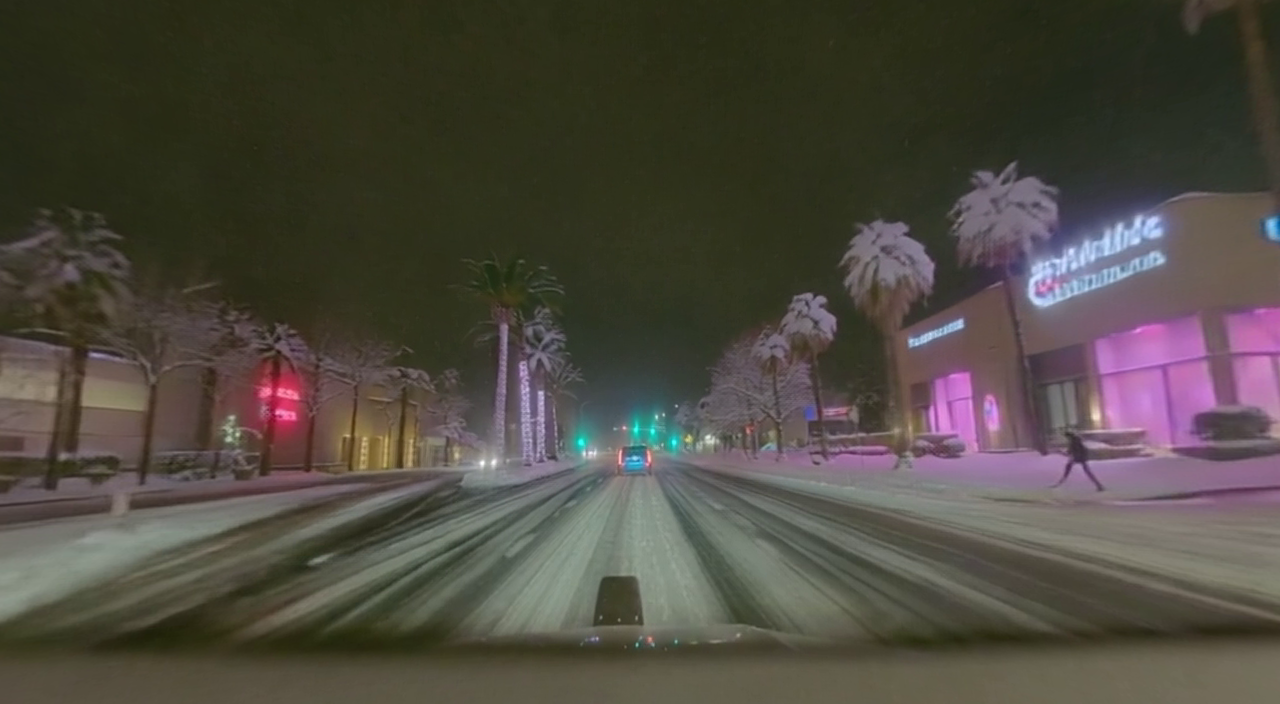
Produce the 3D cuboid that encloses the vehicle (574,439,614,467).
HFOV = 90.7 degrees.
[{"bbox_3d":[-3.498,7.823,49.119,2.672,2.064,5.681,0,-9,0],"label":"vehicle"}]

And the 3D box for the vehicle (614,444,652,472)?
[{"bbox_3d":[-0.380,6.593,39.515,2.160,1.615,4.117,0,-9,1],"label":"vehicle"}]
